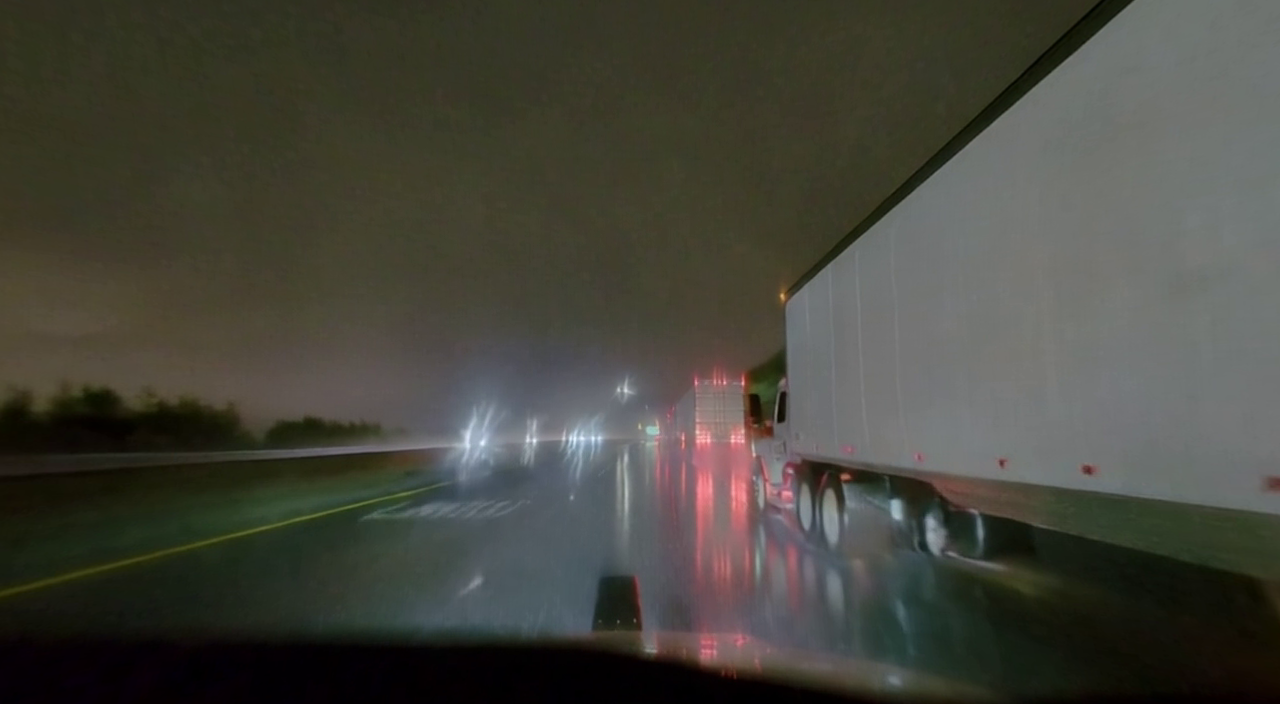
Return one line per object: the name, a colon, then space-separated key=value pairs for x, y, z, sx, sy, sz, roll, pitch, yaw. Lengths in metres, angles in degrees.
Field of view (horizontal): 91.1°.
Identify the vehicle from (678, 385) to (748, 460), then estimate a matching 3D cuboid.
vehicle: x=4.330 y=4.739 z=40.851 sx=2.920 sy=4.029 sz=13.900 roll=0 pitch=-8 yaw=0
